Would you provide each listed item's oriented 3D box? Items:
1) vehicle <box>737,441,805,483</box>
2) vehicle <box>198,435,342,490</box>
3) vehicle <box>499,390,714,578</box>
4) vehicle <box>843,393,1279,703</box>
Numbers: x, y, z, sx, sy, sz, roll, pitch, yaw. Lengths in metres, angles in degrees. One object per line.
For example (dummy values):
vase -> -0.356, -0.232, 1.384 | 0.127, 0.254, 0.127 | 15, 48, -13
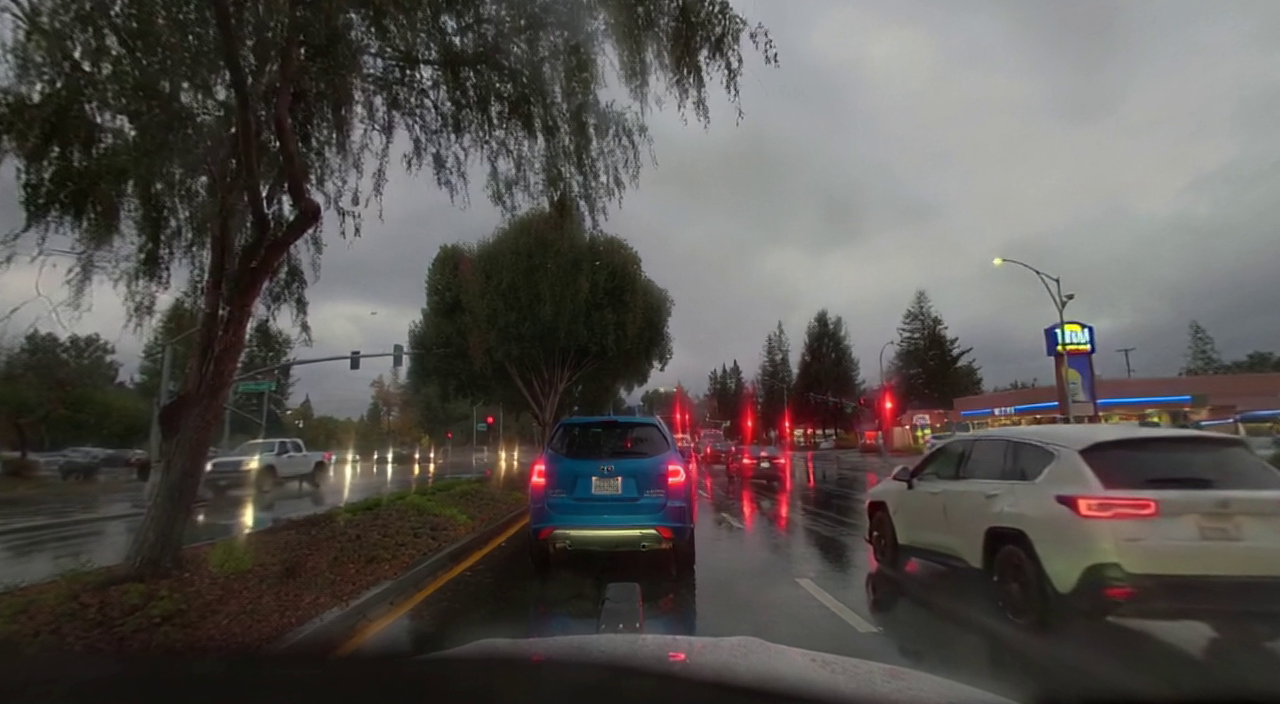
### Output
vehicle -> 5.148, 4.364, 25.346 | 1.883, 1.496, 4.236 | 0, -9, 1
vehicle -> -12.738, 3.823, 22.238 | 2.108, 1.683, 4.861 | 0, -9, 0
vehicle -> -0.303, 1.645, 8.629 | 2.096, 1.837, 4.687 | 0, -9, 1
vehicle -> 3.530, 1.323, 5.338 | 2.098, 1.555, 4.778 | 0, -9, 1
